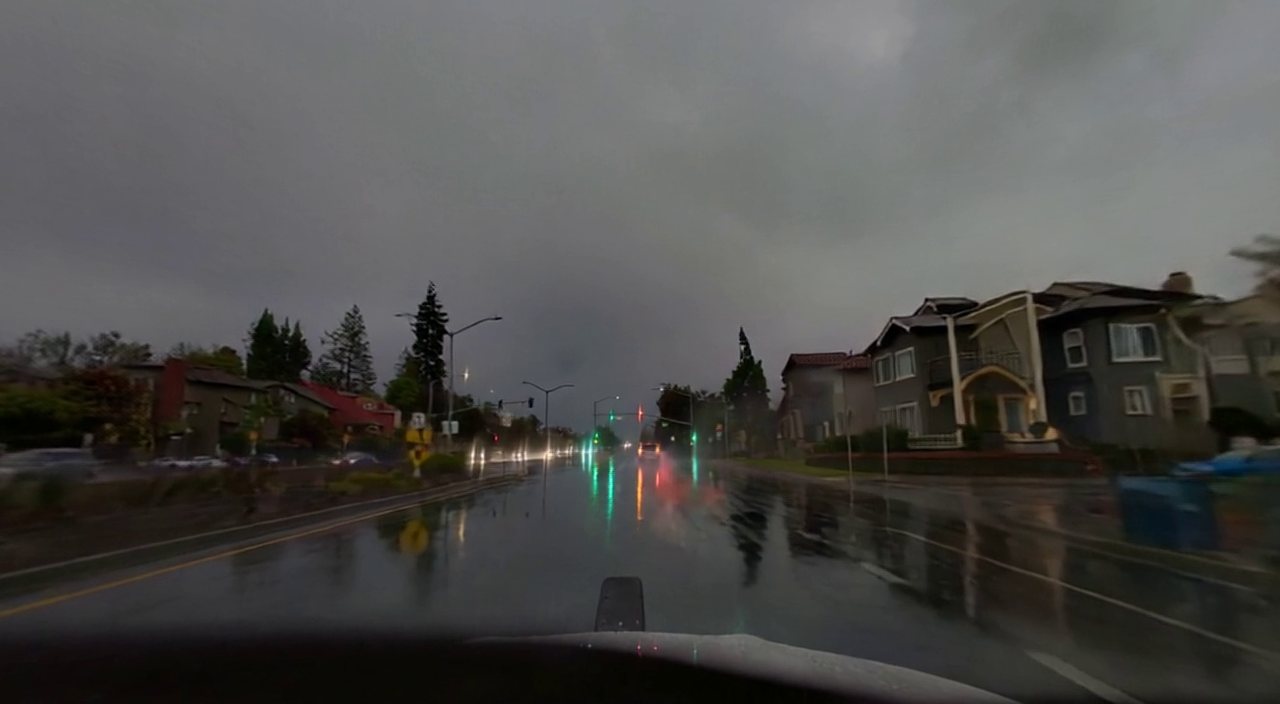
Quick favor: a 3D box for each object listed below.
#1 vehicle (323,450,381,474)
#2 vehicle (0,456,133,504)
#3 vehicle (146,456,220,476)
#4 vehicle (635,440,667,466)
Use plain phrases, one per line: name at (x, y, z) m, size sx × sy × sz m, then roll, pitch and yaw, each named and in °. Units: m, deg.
vehicle at (-19.550, 7.483, 43.123) m, size 1.950 × 1.493 × 4.351 m, roll 0°, pitch -9°, yaw -1°
vehicle at (-19.715, 4.194, 21.028) m, size 1.966 × 1.341 × 4.442 m, roll 0°, pitch -9°, yaw 0°
vehicle at (-35.428, 8.817, 49.084) m, size 1.779 × 1.357 × 4.291 m, roll -4°, pitch -9°, yaw 23°
vehicle at (0.786, 7.745, 48.597) m, size 2.273 × 1.851 × 5.075 m, roll 0°, pitch -9°, yaw -1°
